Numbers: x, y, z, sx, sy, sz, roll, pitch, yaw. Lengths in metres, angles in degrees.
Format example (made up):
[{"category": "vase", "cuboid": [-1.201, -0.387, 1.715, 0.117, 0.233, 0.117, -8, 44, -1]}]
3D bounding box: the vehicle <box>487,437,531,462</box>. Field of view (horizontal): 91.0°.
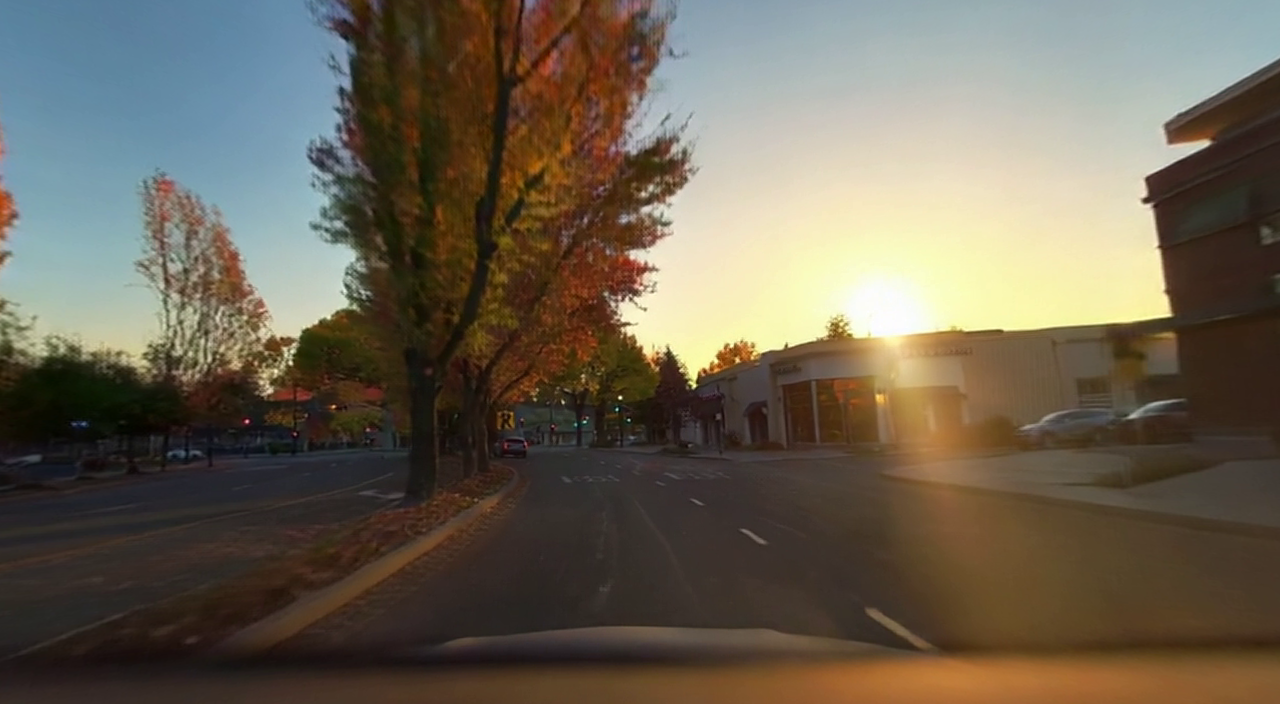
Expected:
[{"category": "vehicle", "cuboid": [-8.530, 6.330, 40.845, 2.018, 1.512, 4.304, 3, -9, -22]}]
